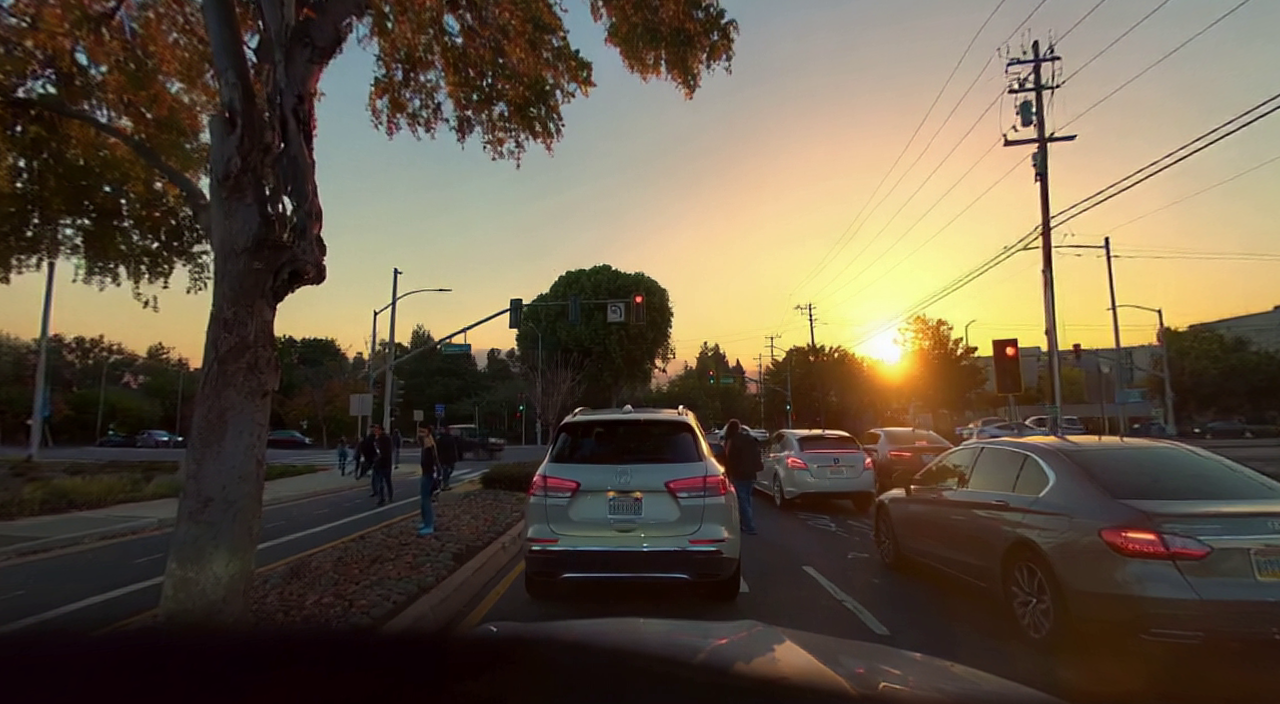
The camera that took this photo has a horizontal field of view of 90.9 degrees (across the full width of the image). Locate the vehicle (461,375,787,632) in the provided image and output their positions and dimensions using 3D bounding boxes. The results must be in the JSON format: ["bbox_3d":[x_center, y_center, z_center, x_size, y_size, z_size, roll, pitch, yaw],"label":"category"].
[{"bbox_3d":[-0.160,1.379,6.714,2.271,1.786,4.443,0,-8,-1],"label":"vehicle"}]

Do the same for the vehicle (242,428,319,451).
[{"bbox_3d":[-26.868,6.533,47.193,4.587,1.639,1.878,0,-8,1],"label":"vehicle"}]

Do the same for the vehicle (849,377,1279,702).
[{"bbox_3d":[3.540,1.291,5.555,1.948,1.677,4.437,0,-8,1],"label":"vehicle"}]

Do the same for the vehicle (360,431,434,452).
[{"bbox_3d":[-17.780,6.562,46.352,4.607,1.478,1.995,0,-8,0],"label":"vehicle"}]
